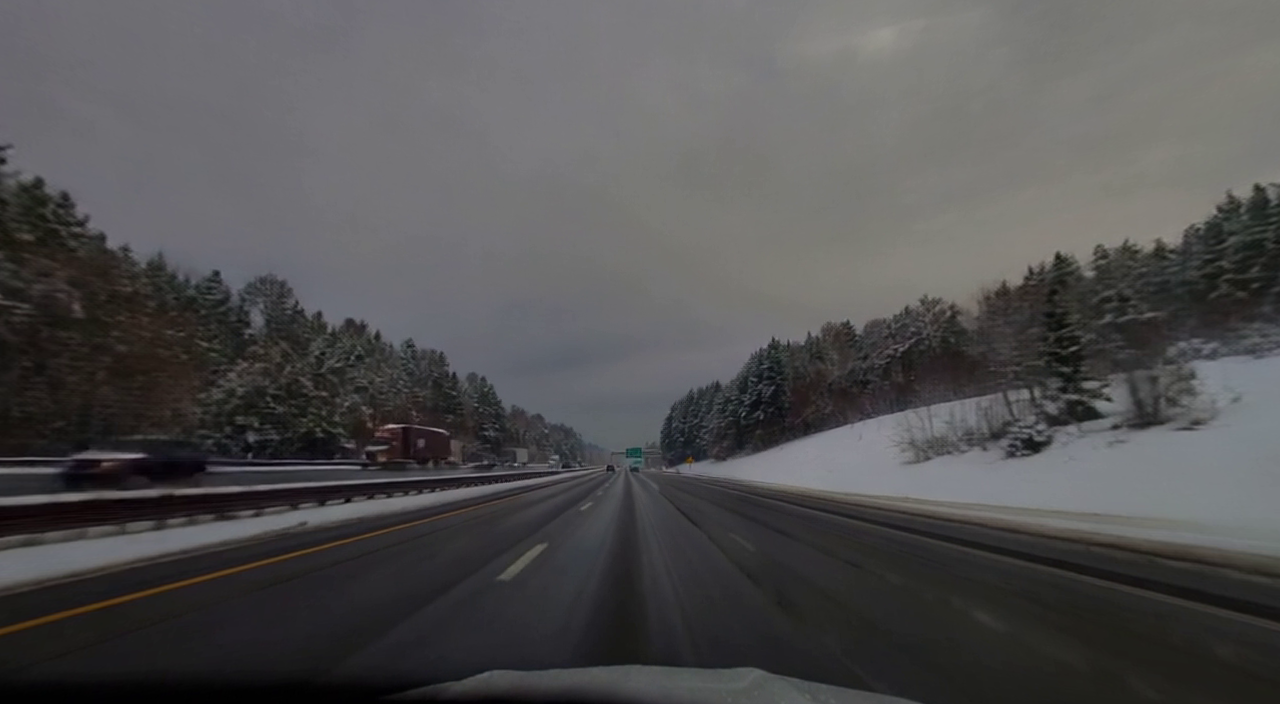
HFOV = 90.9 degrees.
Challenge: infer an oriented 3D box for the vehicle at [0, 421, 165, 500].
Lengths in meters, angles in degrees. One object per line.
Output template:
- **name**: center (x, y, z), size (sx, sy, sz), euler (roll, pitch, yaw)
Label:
- **vehicle**: center (-12.318, 2.296, 13.291), size (1.760, 1.422, 3.593), euler (1, -10, -1)
